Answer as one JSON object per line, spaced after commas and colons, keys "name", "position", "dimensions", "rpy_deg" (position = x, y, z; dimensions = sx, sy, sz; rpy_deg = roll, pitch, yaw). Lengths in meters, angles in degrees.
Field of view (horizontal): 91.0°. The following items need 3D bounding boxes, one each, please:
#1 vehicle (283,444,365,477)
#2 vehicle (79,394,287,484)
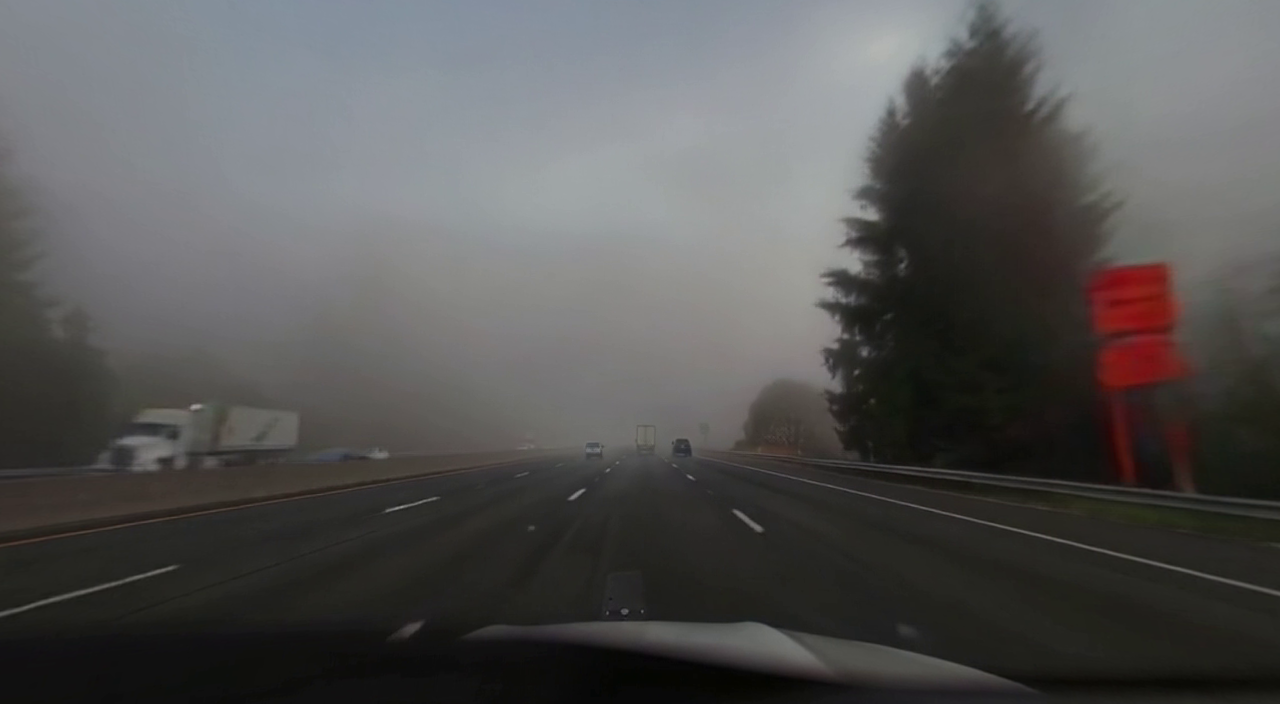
{"name": "vehicle", "position": [-15.469, 5.310, 31.104], "dimensions": [1.895, 1.503, 4.138], "rpy_deg": [0, -8, 0]}
{"name": "vehicle", "position": [-23.710, 4.693, 33.828], "dimensions": [3.474, 4.099, 10.030], "rpy_deg": [0, -8, 0]}
